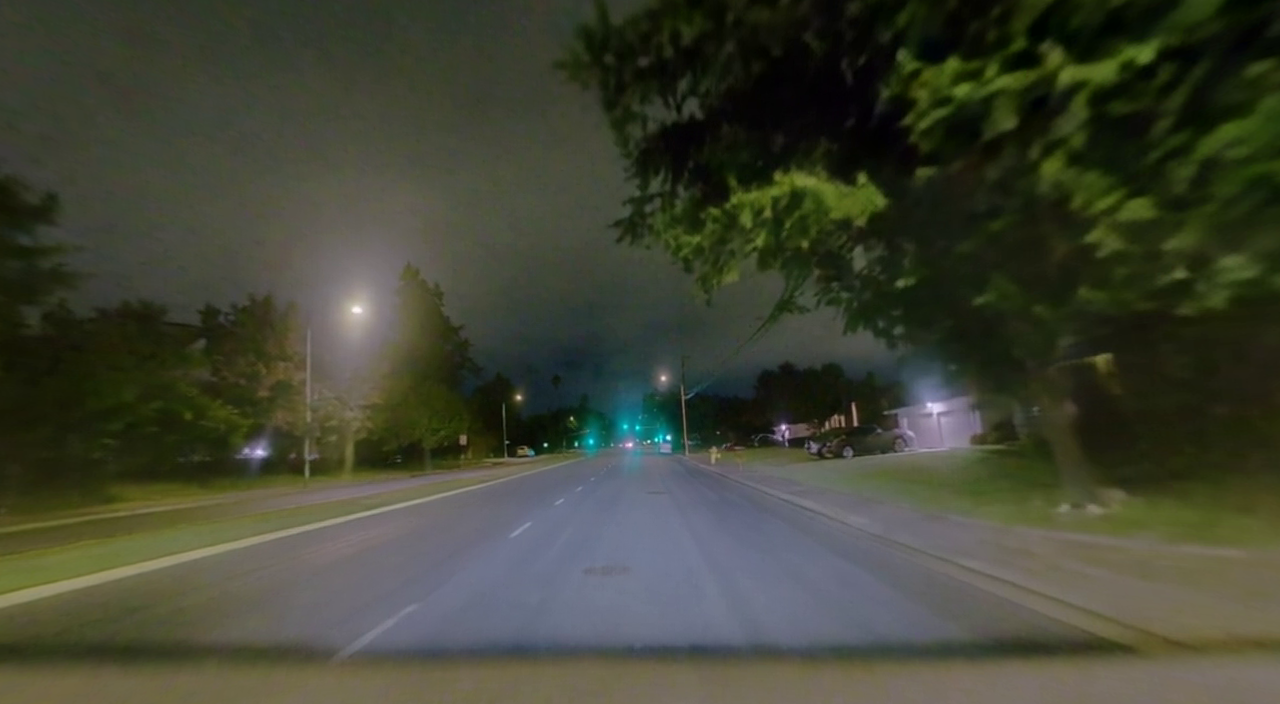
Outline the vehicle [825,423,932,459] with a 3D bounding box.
[{"bbox_3d":[11.785,4.440,31.469,4.545,1.680,2.001,-1,-8,4],"label":"vehicle"}]
